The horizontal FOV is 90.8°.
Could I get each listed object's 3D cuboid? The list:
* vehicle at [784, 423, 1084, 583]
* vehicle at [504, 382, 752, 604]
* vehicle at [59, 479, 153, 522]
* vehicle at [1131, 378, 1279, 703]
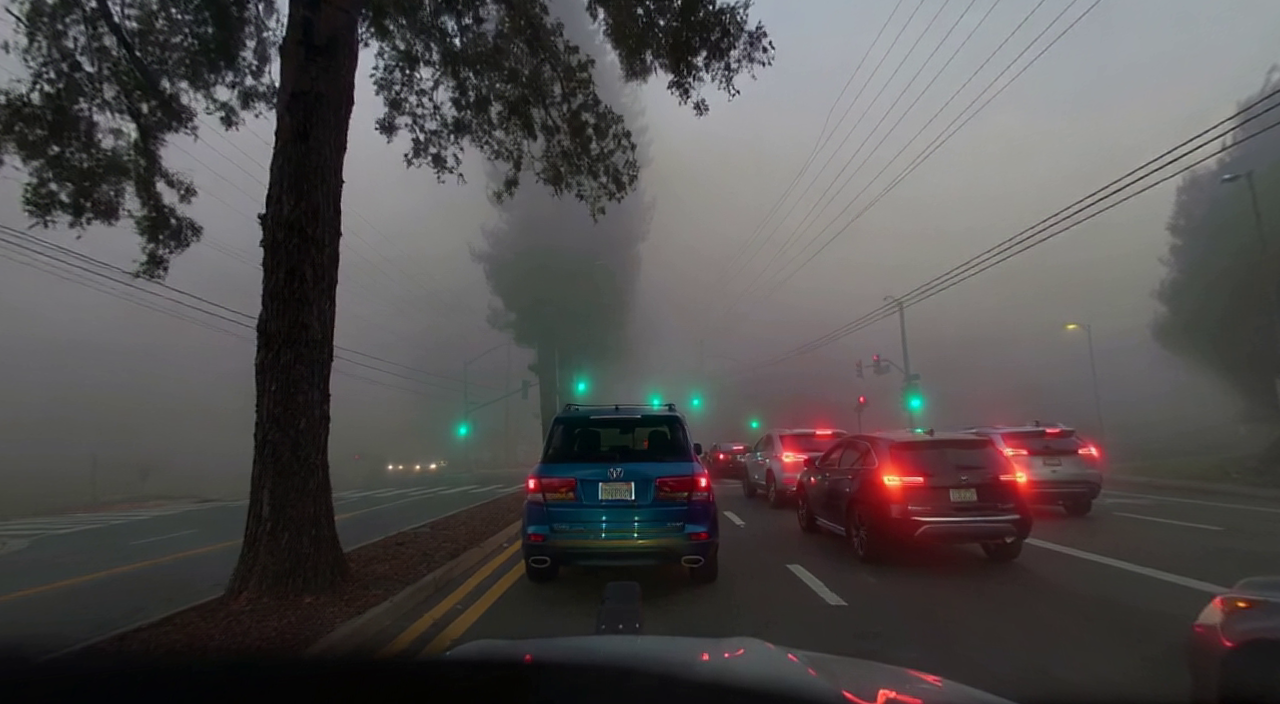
[{"bbox_3d":[3.457,1.844,8.584,1.880,1.579,4.401,0,-9,-1],"label":"vehicle"},{"bbox_3d":[-0.142,1.585,7.922,2.231,1.998,4.254,0,-9,-1],"label":"vehicle"},{"bbox_3d":[-26.341,7.328,31.151,4.526,1.715,1.989,-11,-13,29],"label":"vehicle"},{"bbox_3d":[3.275,0.628,0.756,1.889,1.517,4.308,0,-9,0],"label":"vehicle"}]
